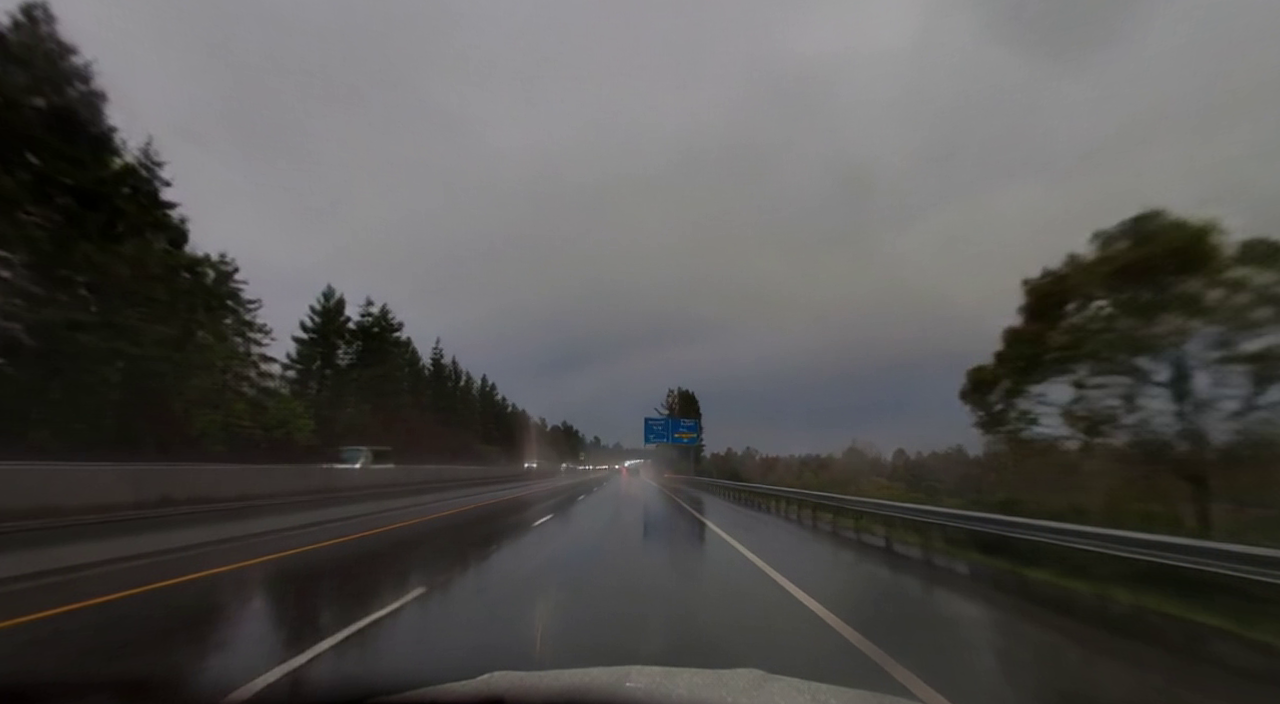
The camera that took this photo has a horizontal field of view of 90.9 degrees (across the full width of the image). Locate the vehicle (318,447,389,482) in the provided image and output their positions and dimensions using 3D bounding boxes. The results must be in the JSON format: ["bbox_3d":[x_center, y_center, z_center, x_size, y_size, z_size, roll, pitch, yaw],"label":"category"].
[{"bbox_3d":[-17.159,6.802,38.052,2.024,1.908,4.774,1,-10,0],"label":"vehicle"}]
